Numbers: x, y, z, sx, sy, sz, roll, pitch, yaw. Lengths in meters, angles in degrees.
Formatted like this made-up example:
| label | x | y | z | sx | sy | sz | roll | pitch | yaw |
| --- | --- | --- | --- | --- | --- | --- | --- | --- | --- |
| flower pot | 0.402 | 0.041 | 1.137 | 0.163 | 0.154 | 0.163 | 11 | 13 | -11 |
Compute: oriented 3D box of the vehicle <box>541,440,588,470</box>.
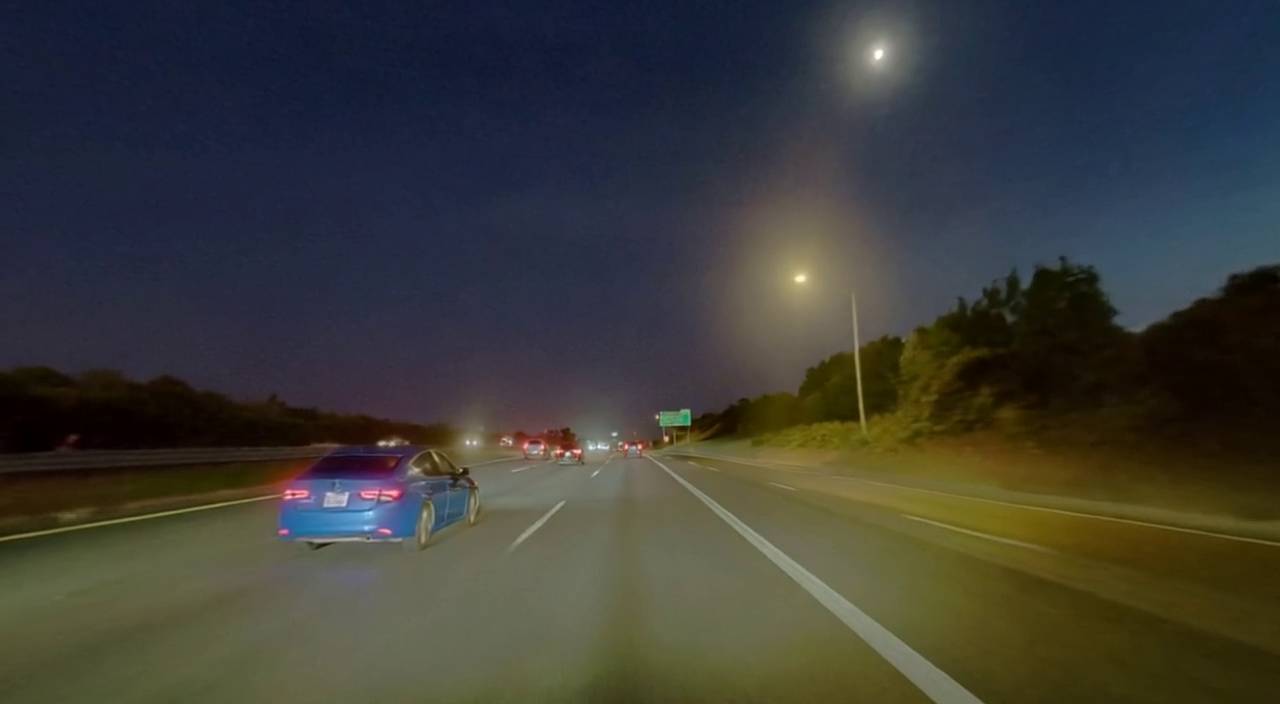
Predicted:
| label | x | y | z | sx | sy | sz | roll | pitch | yaw |
| --- | --- | --- | --- | --- | --- | --- | --- | --- | --- |
| vehicle | -4.003 | 5.539 | 34.115 | 2.068 | 1.501 | 4.395 | 0 | -8 | -1 |

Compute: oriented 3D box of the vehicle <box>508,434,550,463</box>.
| label | x | y | z | sx | sy | sz | roll | pitch | yaw |
| --- | --- | --- | --- | --- | --- | --- | --- | --- | --- |
| vehicle | -7.970 | 6.992 | 45.791 | 2.171 | 1.982 | 5.246 | 0 | -8 | -1 |

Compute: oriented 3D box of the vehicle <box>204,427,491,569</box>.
| label | x | y | z | sx | sy | sz | roll | pitch | yaw |
| --- | --- | --- | --- | --- | --- | --- | --- | --- | --- |
| vehicle | -3.666 | 1.892 | 9.050 | 2.025 | 1.506 | 4.429 | 0 | -8 | -1 |
